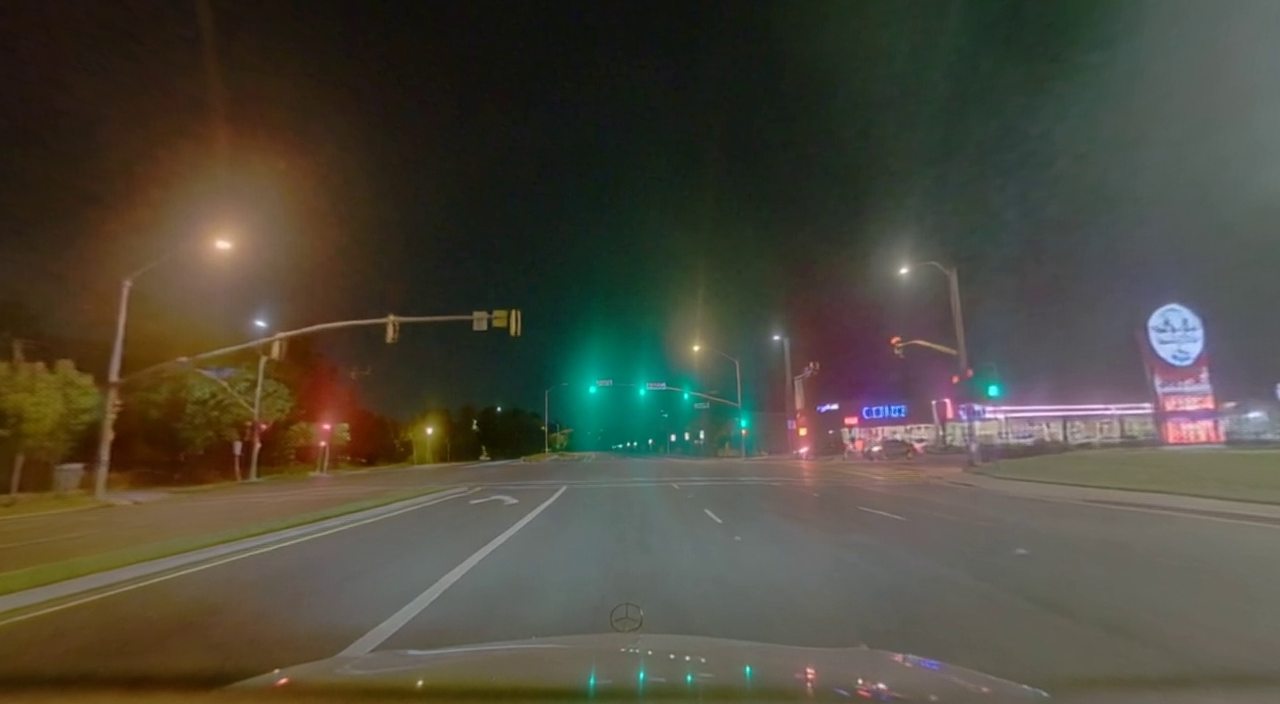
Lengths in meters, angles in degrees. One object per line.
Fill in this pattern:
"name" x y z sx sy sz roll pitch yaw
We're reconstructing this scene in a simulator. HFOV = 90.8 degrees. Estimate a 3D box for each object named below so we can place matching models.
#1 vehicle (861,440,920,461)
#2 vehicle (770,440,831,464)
"vehicle" 18.978 7.417 47.811 3.942 1.505 1.848 4 -9 -24
"vehicle" 11.440 7.130 45.111 3.780 1.496 1.867 0 -8 -23
